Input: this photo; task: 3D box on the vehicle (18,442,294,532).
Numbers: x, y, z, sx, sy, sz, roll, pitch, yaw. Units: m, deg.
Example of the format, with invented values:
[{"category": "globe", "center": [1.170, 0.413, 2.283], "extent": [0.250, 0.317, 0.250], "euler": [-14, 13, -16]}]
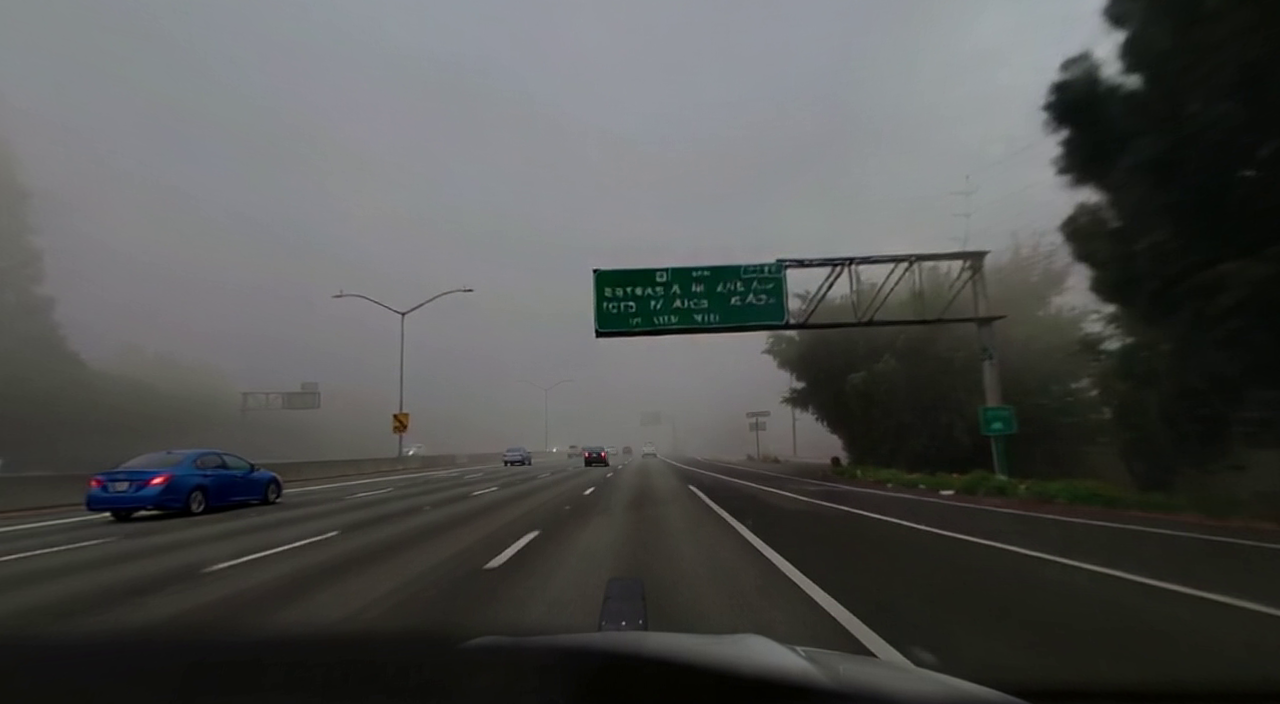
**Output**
[{"category": "vehicle", "center": [-9.829, 2.722, 13.497], "extent": [2.002, 1.526, 4.822], "euler": [-1, -8, 1]}]

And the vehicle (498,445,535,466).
[{"category": "vehicle", "center": [-9.373, 7.838, 48.027], "extent": [1.930, 1.490, 3.955], "euler": [-1, -8, 1]}]

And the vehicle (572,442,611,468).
[{"category": "vehicle", "center": [-2.999, 6.452, 39.736], "extent": [2.050, 1.479, 4.342], "euler": [-1, -8, 1]}]
